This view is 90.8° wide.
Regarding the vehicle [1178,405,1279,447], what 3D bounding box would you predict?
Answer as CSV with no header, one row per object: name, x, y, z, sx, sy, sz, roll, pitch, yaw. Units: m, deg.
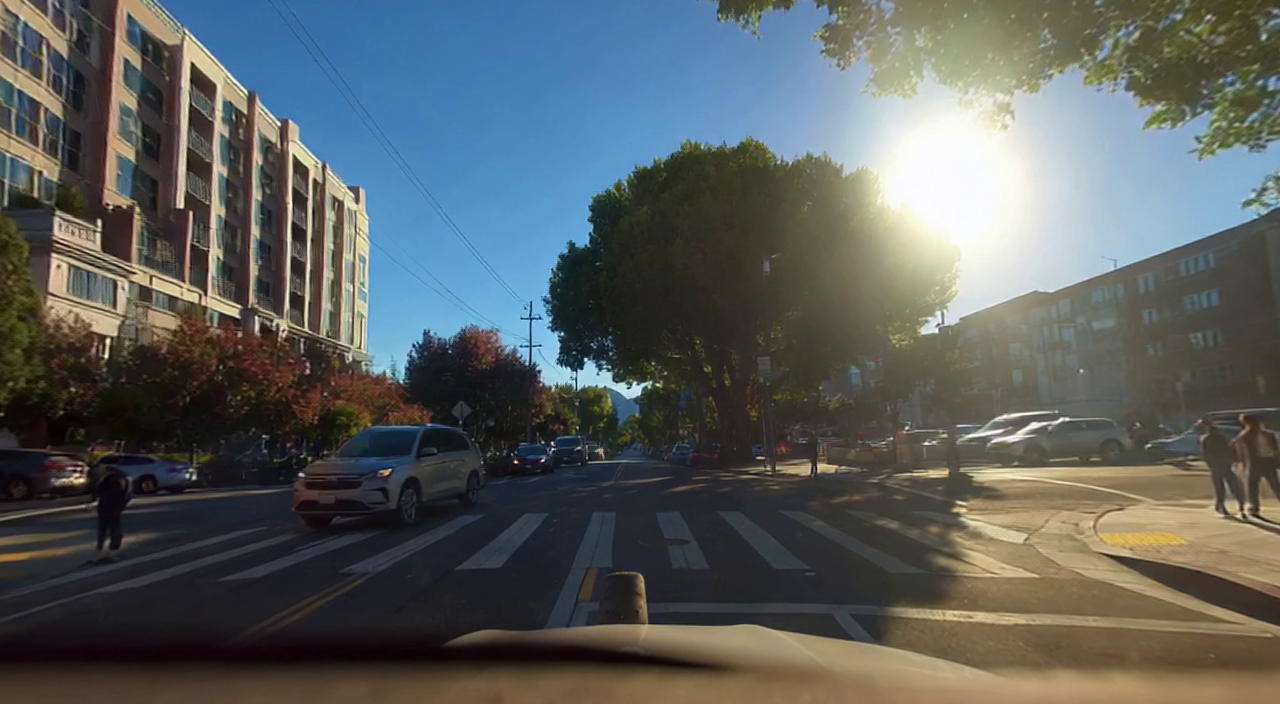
vehicle,27.892,3.470,29.050,1.894,1.757,4.692,0,-9,-3

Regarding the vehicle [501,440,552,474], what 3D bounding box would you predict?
vehicle,-7.512,7.034,42.498,2.193,1.814,5.061,-9,-9,0

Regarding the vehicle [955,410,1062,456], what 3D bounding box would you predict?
vehicle,16.817,3.778,29.156,2.041,1.921,4.574,0,-9,-2

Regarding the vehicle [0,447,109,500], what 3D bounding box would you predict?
vehicle,-22.351,4.371,22.701,4.591,1.774,2.018,0,-12,1

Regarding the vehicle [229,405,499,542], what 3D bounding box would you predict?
vehicle,-4.760,2.220,12.317,2.395,1.865,5.982,-4,-8,2

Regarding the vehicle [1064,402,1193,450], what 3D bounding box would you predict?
vehicle,22.380,3.530,29.296,2.137,1.962,4.988,-1,-9,3

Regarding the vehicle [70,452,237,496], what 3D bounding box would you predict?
vehicle,-17.263,4.317,22.581,4.439,1.448,1.793,0,-9,0

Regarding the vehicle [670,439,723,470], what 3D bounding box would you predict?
vehicle,3.246,5.736,35.542,1.942,1.603,3.785,-4,-9,22

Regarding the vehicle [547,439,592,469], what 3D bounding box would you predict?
vehicle,-4.360,6.380,39.793,2.102,1.768,4.290,-1,-8,3
